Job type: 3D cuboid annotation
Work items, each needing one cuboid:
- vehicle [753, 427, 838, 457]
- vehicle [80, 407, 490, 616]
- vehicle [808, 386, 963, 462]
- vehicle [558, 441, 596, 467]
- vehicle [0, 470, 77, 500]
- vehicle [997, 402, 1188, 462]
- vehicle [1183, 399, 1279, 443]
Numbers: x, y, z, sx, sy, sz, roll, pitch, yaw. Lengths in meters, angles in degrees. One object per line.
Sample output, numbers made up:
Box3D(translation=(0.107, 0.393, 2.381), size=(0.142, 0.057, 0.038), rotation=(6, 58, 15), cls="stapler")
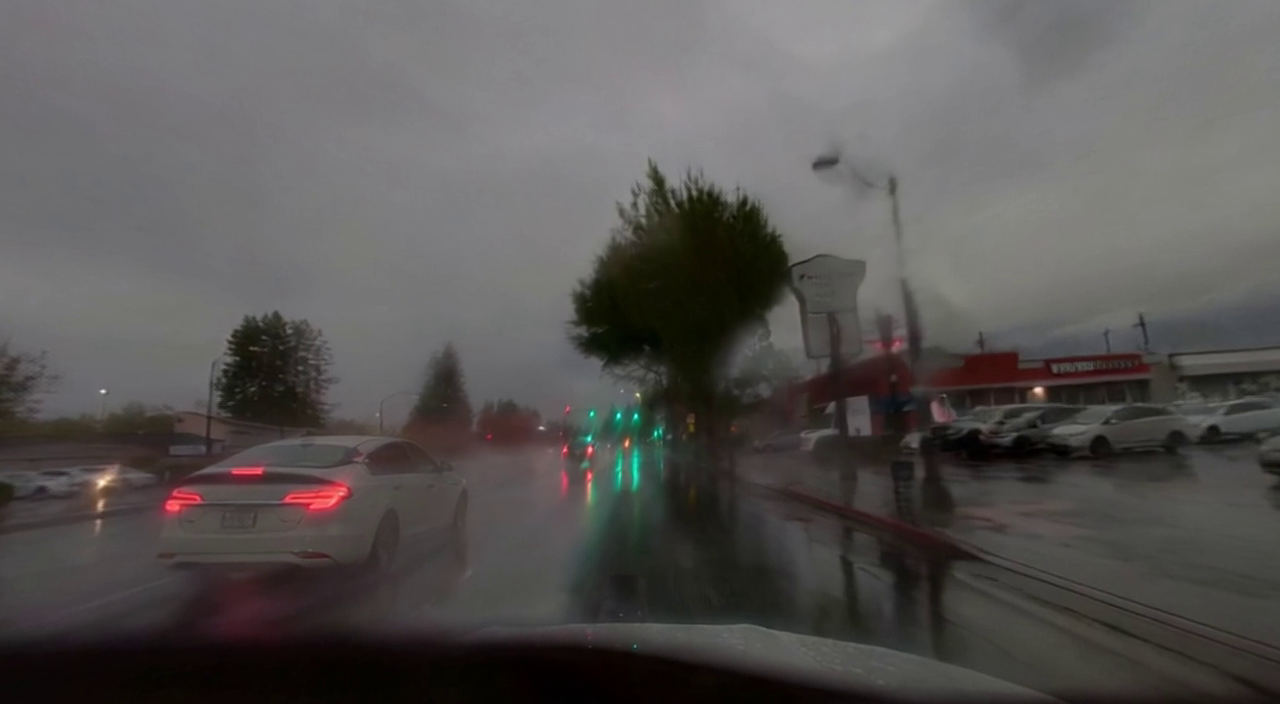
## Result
Box3D(translation=(10.463, 6.099, 42.766), size=(5.130, 1.902, 2.056), rotation=(-1, -9, -2), cls="vehicle")
Box3D(translation=(-3.411, 1.632, 7.434), size=(2.126, 1.655, 4.560), rotation=(0, -9, 0), cls="vehicle")
Box3D(translation=(12.156, 3.624, 31.809), size=(6.427, 3.417, 2.845), rotation=(-2, -8, -2), cls="vehicle")
Box3D(translation=(-3.798, 6.253, 38.774), size=(1.955, 1.461, 4.396), rotation=(0, -9, -1), cls="vehicle")
Box3D(translation=(-36.387, 7.841, 37.445), size=(1.965, 1.470, 4.482), rotation=(0, -9, -3), cls="vehicle")
Box3D(translation=(13.271, 2.400, 18.741), size=(4.165, 1.650, 1.946), rotation=(0, -9, -3), cls="vehicle")
Box3D(translation=(24.822, 2.727, 25.067), size=(4.799, 1.606, 1.930), rotation=(-1, -9, -3), cls="vehicle")
